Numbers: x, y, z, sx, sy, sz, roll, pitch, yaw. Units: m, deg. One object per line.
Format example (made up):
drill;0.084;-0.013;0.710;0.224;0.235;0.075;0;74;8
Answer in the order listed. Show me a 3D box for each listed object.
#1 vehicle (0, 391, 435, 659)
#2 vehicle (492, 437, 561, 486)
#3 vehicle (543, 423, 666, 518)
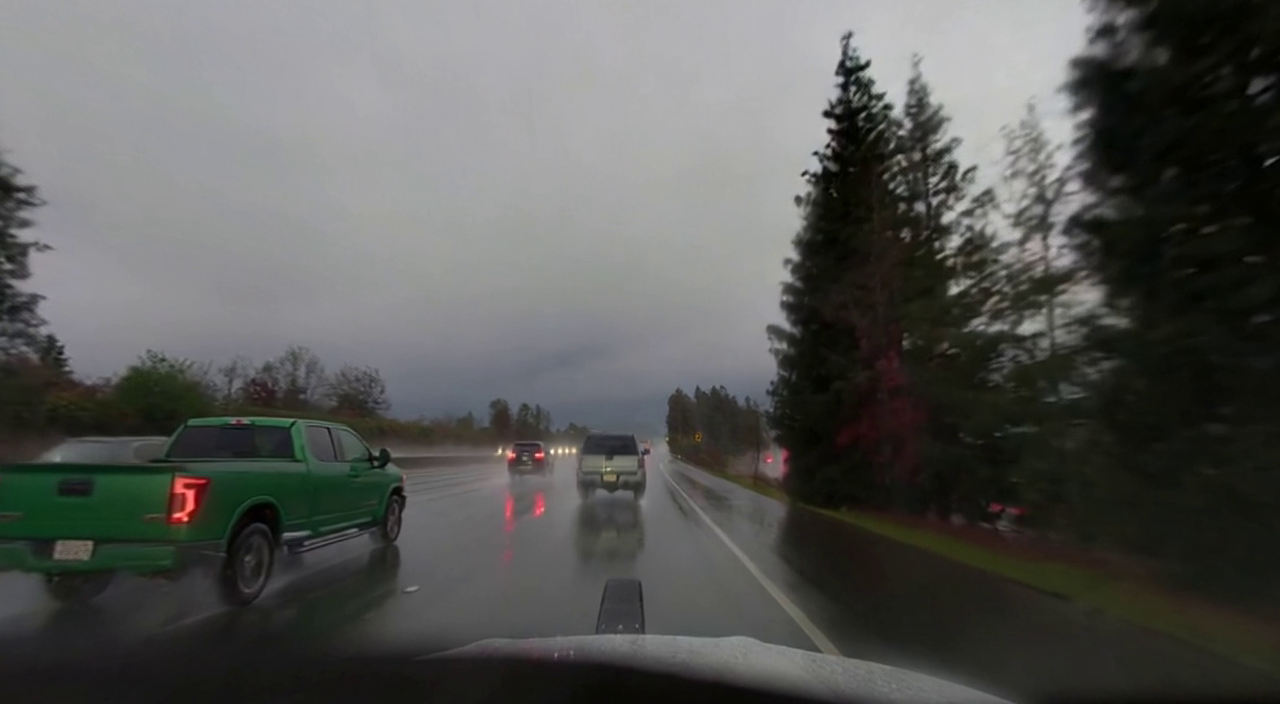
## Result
vehicle;-4.047;1.482;6.687;2.038;1.704;5.181;0;-8;0
vehicle;-4.451;4.357;25.483;1.991;1.776;4.333;0;-8;0
vehicle;-0.630;2.536;14.053;2.293;1.753;4.380;0;-8;1
